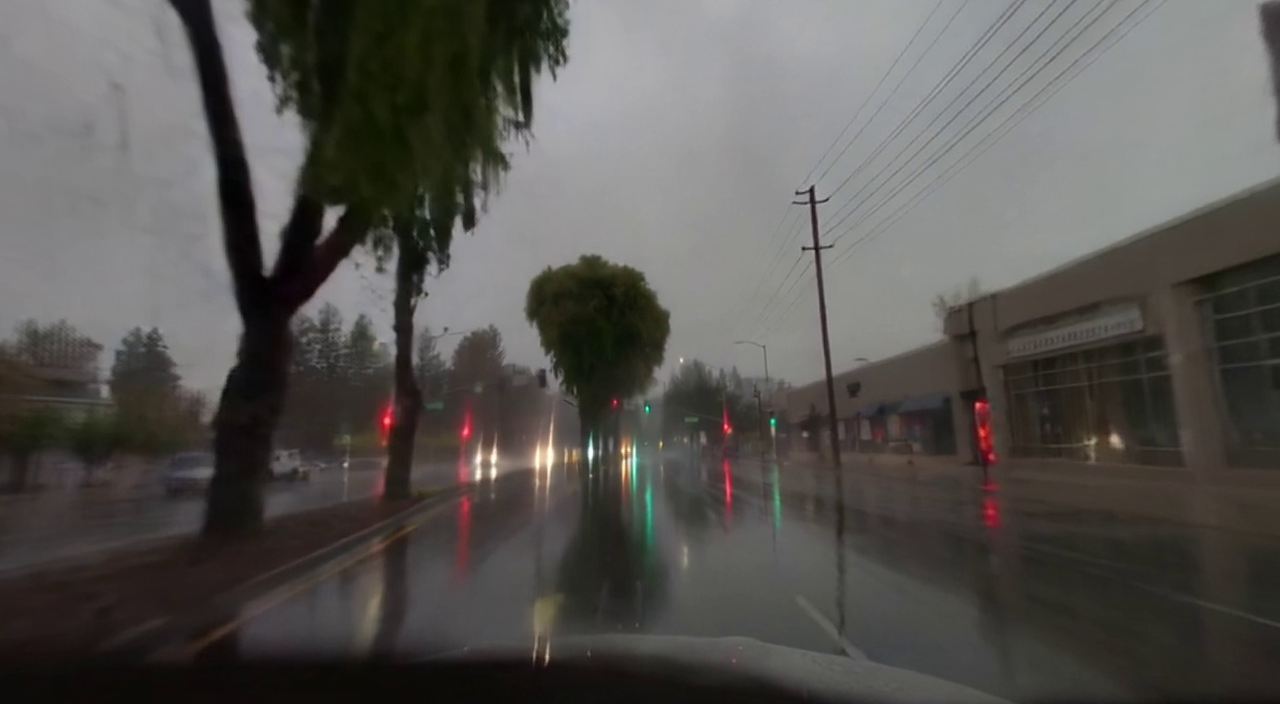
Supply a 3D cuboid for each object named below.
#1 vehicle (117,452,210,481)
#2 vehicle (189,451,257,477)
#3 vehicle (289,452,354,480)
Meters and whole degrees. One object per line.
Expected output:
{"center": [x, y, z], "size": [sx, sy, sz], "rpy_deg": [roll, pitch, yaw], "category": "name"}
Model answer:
{"center": [-26.557, 6.375, 35.408], "size": [1.775, 1.479, 4.572], "rpy_deg": [0, -9, -3], "category": "vehicle"}
{"center": [-26.629, 7.163, 40.505], "size": [1.788, 1.538, 3.788], "rpy_deg": [0, -9, 0], "category": "vehicle"}
{"center": [-19.499, 6.977, 38.879], "size": [1.851, 1.584, 4.035], "rpy_deg": [0, -9, 0], "category": "vehicle"}
